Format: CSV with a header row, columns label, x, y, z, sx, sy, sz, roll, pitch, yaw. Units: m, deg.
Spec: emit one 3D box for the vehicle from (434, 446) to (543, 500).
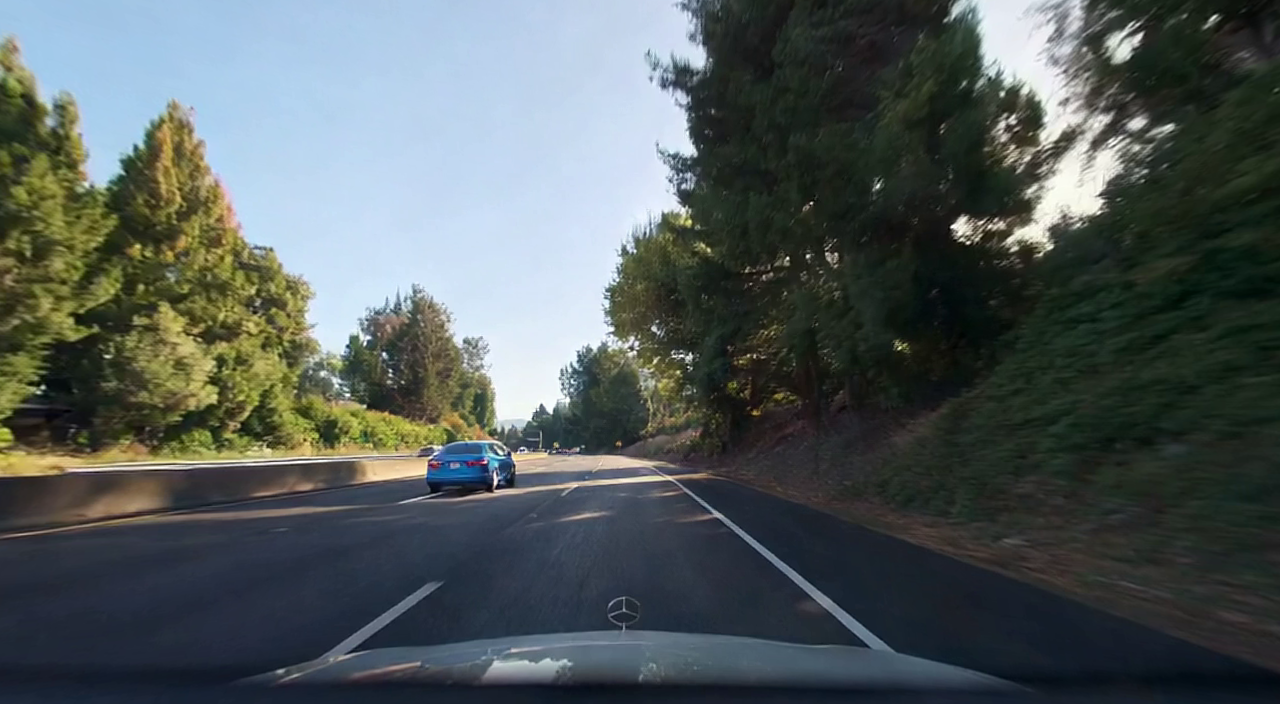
label,x,y,z,sx,sy,sz,roll,pitch,yaw
vehicle,-4.354,3.544,18.910,2.126,1.411,4.433,0,-9,1
